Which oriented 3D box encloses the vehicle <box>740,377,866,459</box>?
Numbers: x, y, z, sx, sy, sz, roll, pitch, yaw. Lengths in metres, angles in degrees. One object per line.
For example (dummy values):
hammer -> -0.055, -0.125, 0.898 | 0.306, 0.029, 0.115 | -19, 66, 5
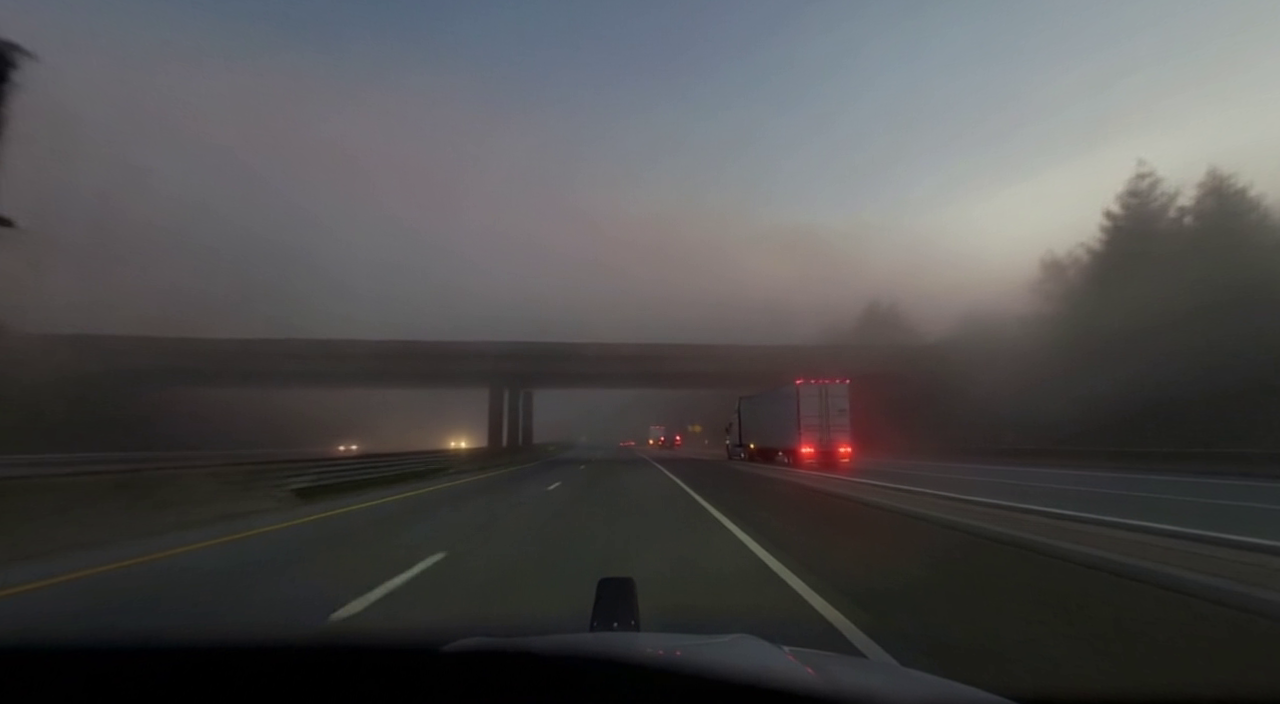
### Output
vehicle -> 9.141, 4.198, 37.798 | 2.855, 4.053, 13.328 | 0, -8, -5
